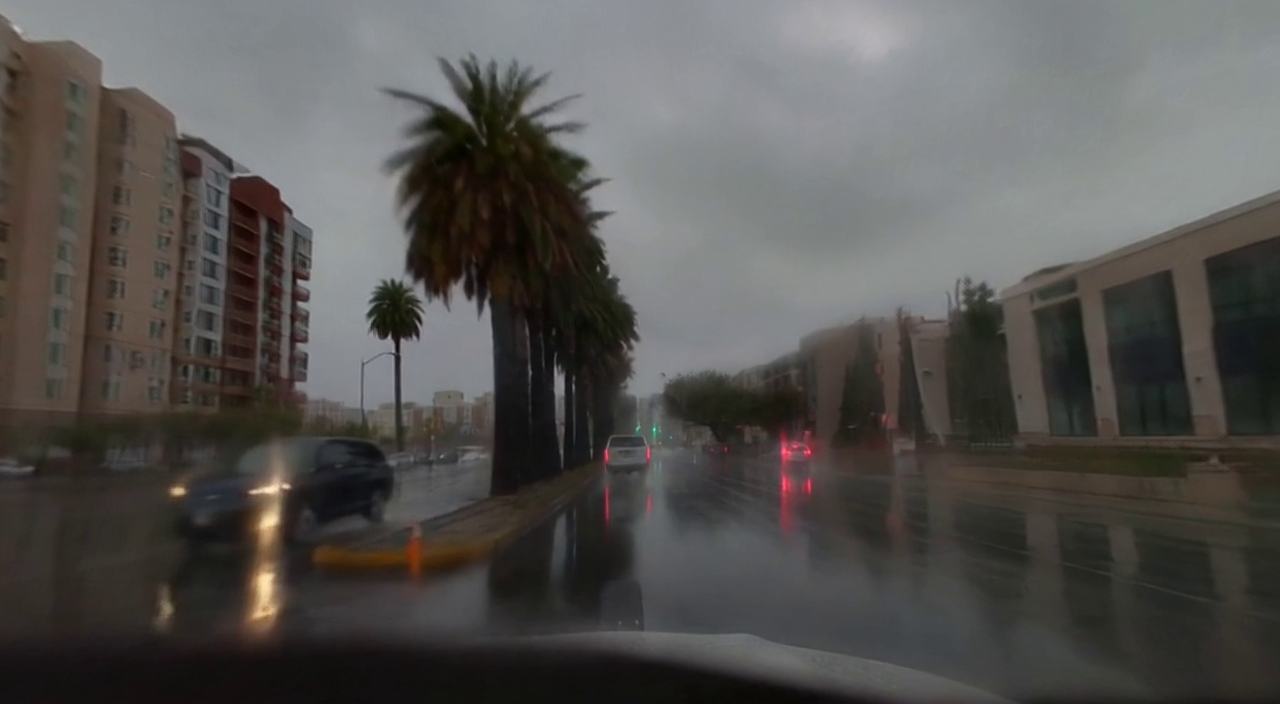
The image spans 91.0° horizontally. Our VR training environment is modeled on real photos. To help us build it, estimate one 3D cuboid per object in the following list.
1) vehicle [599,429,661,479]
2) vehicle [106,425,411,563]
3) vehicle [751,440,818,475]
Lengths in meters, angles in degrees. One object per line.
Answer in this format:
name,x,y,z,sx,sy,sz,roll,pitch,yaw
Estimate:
vehicle,-0.379,4.053,25.231,2.277,1.816,4.192,0,-8,-1
vehicle,-5.262,1.965,9.592,2.028,1.489,4.386,-3,-8,-2
vehicle,6.726,4.953,29.875,1.975,1.483,4.769,0,-8,-1
